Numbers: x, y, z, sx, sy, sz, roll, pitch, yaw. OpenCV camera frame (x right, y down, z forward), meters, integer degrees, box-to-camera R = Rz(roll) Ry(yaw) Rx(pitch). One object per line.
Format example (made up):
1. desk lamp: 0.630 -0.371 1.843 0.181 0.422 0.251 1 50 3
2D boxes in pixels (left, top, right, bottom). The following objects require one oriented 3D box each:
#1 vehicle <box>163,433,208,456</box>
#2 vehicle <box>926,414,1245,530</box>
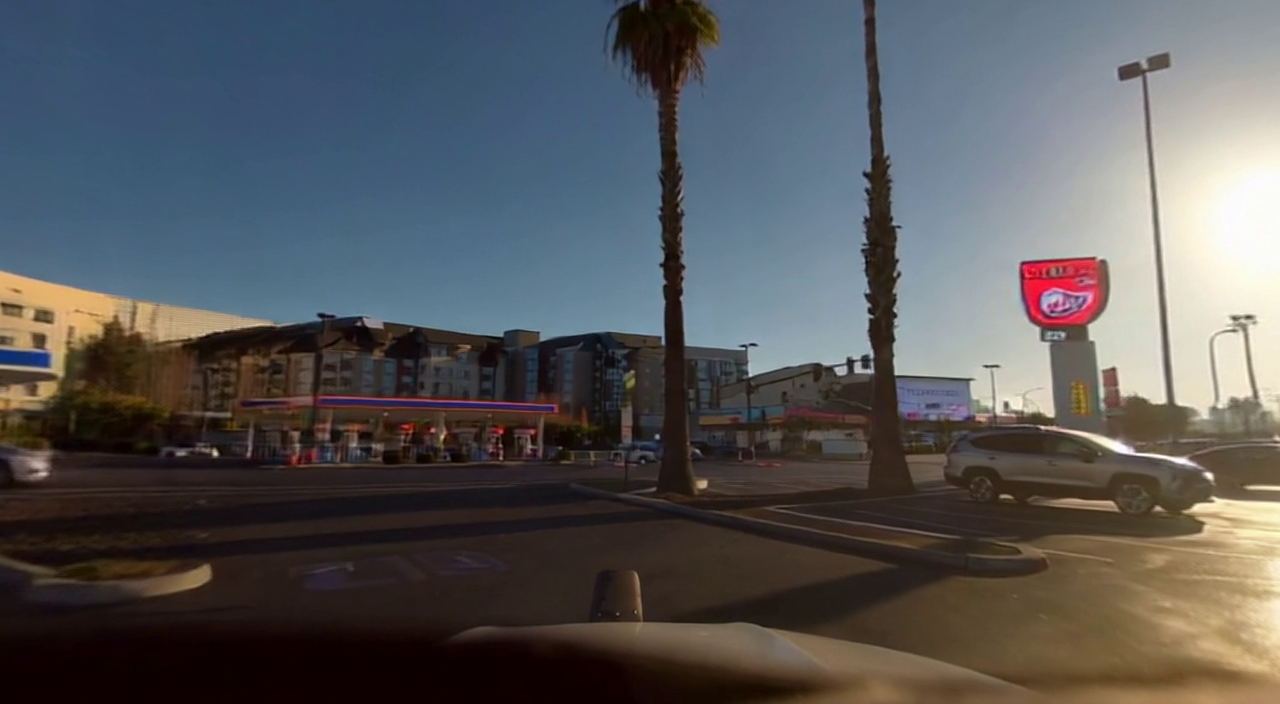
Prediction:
1. vehicle: -30.501 6.232 42.508 1.901 1.463 3.948 5 -10 -29
2. vehicle: 8.631 2.318 12.801 2.028 1.850 4.731 5 -10 -31
